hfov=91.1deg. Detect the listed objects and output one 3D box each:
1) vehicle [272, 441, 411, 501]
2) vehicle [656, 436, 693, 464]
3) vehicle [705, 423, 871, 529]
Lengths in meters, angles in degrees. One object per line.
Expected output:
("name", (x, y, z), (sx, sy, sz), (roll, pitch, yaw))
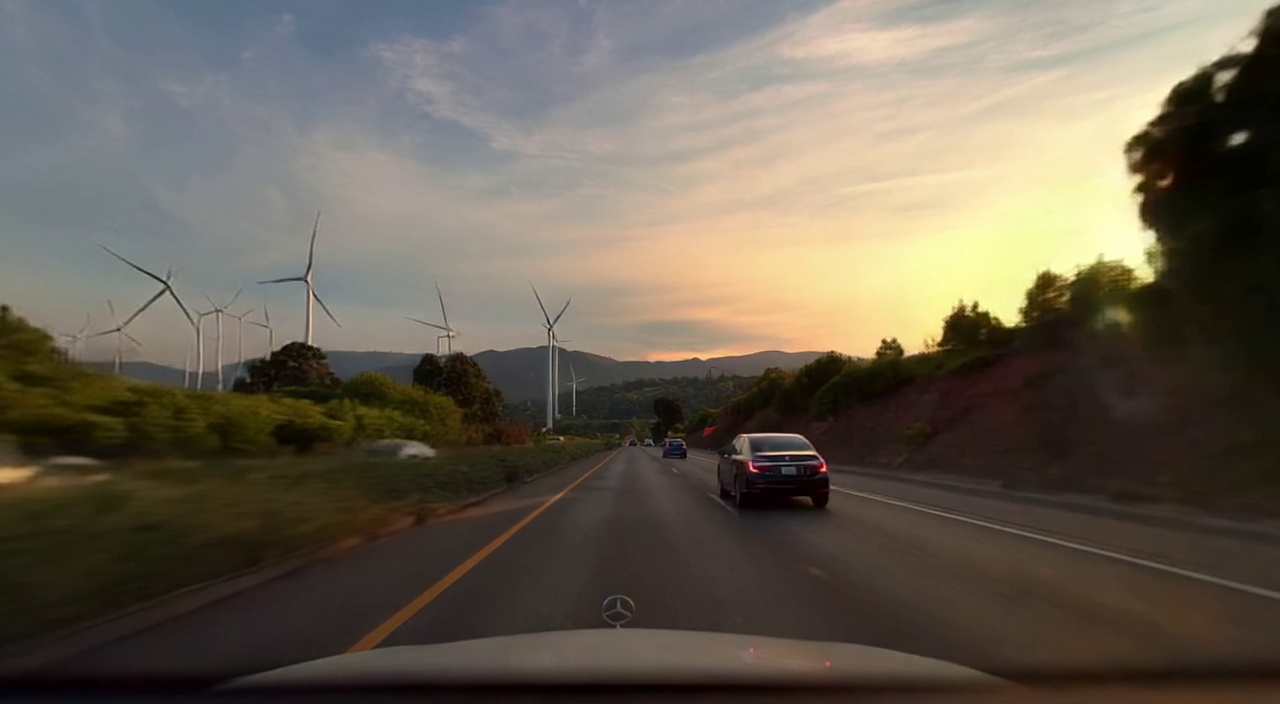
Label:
("vehicle", (-8.465, 3.370, 18.358), (1.963, 1.454, 4.428), (0, -8, -1))
("vehicle", (2.166, 6.295, 40.734), (2.066, 1.661, 4.500), (0, -8, -1))
("vehicle", (2.525, 2.212, 11.974), (2.038, 1.624, 4.312), (0, -8, -1))
